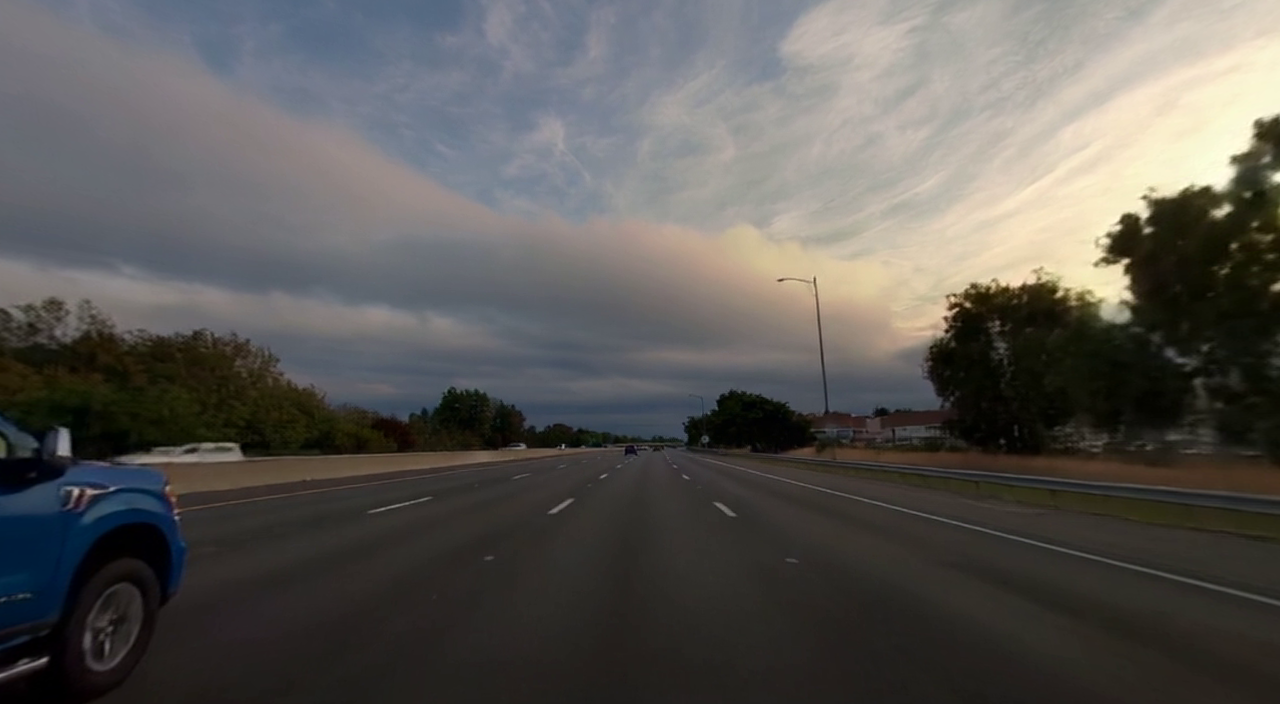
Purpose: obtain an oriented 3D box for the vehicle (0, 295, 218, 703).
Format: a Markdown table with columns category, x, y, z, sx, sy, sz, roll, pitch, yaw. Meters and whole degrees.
| category | x | y | z | sx | sy | sz | roll | pitch | yaw |
| --- | --- | --- | --- | --- | --- | --- | --- | --- | --- |
| vehicle | -3.516 | 0.502 | 0.908 | 2.202 | 1.836 | 5.009 | 0 | -8 | 2 |
